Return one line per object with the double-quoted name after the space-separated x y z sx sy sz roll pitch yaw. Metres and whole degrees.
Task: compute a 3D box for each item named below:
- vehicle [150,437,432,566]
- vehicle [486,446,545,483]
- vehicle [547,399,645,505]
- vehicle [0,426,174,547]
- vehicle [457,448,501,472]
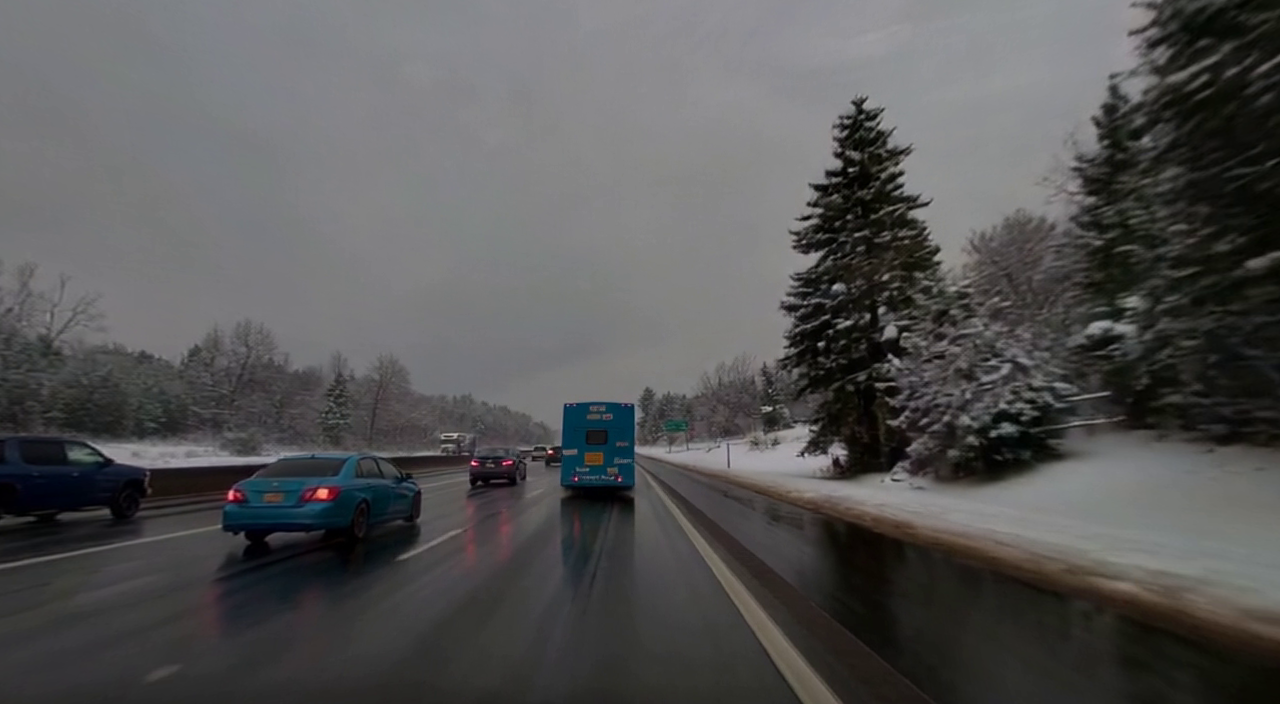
-4.657 2.018 9.255 1.876 1.438 4.072 0 -9 -1 "vehicle"
-5.282 4.806 27.121 1.872 1.480 3.545 0 -9 -1 "vehicle"
-1.185 2.847 18.101 2.394 2.556 5.232 0 -9 -2 "vehicle"
-9.710 1.988 9.540 2.010 1.621 4.252 0 -9 -1 "vehicle"
-10.535 7.035 41.303 1.886 1.462 4.084 0 -9 -1 "vehicle"
